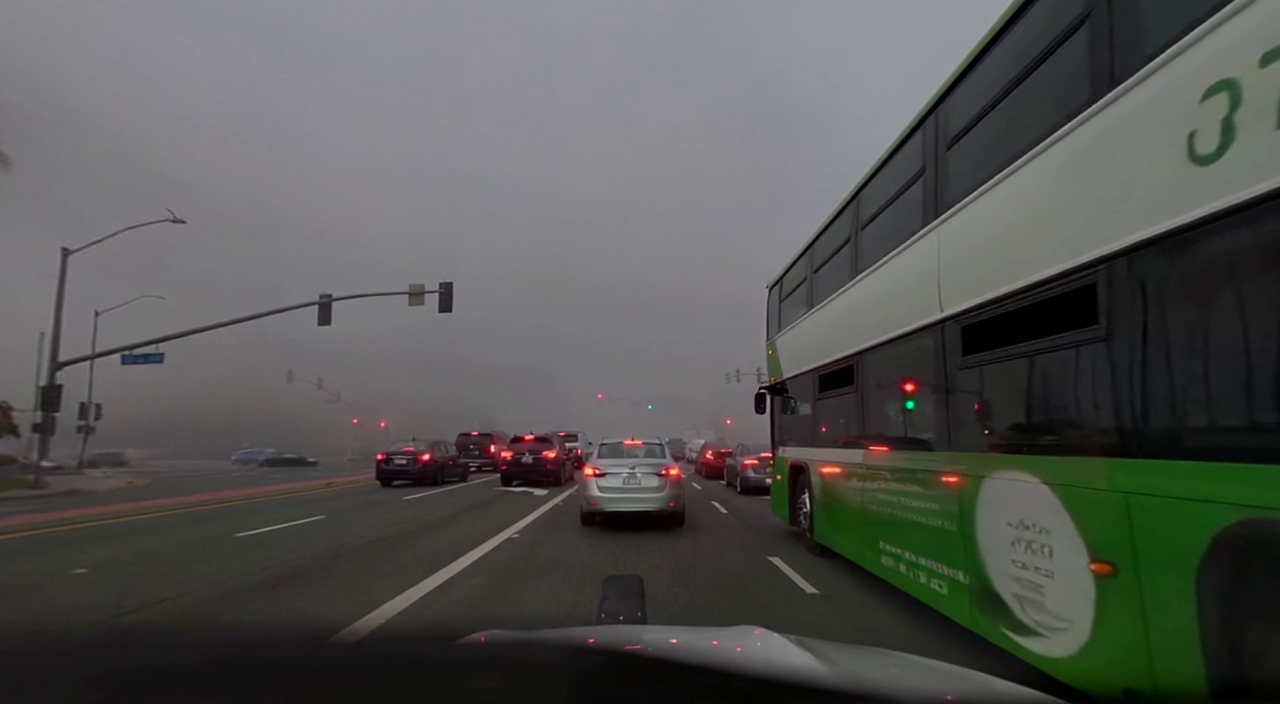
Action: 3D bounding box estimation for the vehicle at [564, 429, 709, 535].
[{"bbox_3d":[-0.054,2.141,10.958,2.060,1.499,3.831,0,-9,0],"label":"vehicle"}]

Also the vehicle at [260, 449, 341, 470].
[{"bbox_3d":[-24.199,7.675,45.183,4.653,1.472,1.870,0,-9,-4],"label":"vehicle"}]

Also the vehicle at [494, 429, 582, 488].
[{"bbox_3d":[-3.224,3.487,20.876,2.020,1.721,4.366,0,-9,2],"label":"vehicle"}]

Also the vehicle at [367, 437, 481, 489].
[{"bbox_3d":[-6.874,3.580,20.749,1.927,1.480,4.832,0,-9,2],"label":"vehicle"}]

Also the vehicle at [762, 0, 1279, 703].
[{"bbox_3d":[3.546,-0.125,3.777,2.970,4.015,13.606,0,-9,0],"label":"vehicle"}]
